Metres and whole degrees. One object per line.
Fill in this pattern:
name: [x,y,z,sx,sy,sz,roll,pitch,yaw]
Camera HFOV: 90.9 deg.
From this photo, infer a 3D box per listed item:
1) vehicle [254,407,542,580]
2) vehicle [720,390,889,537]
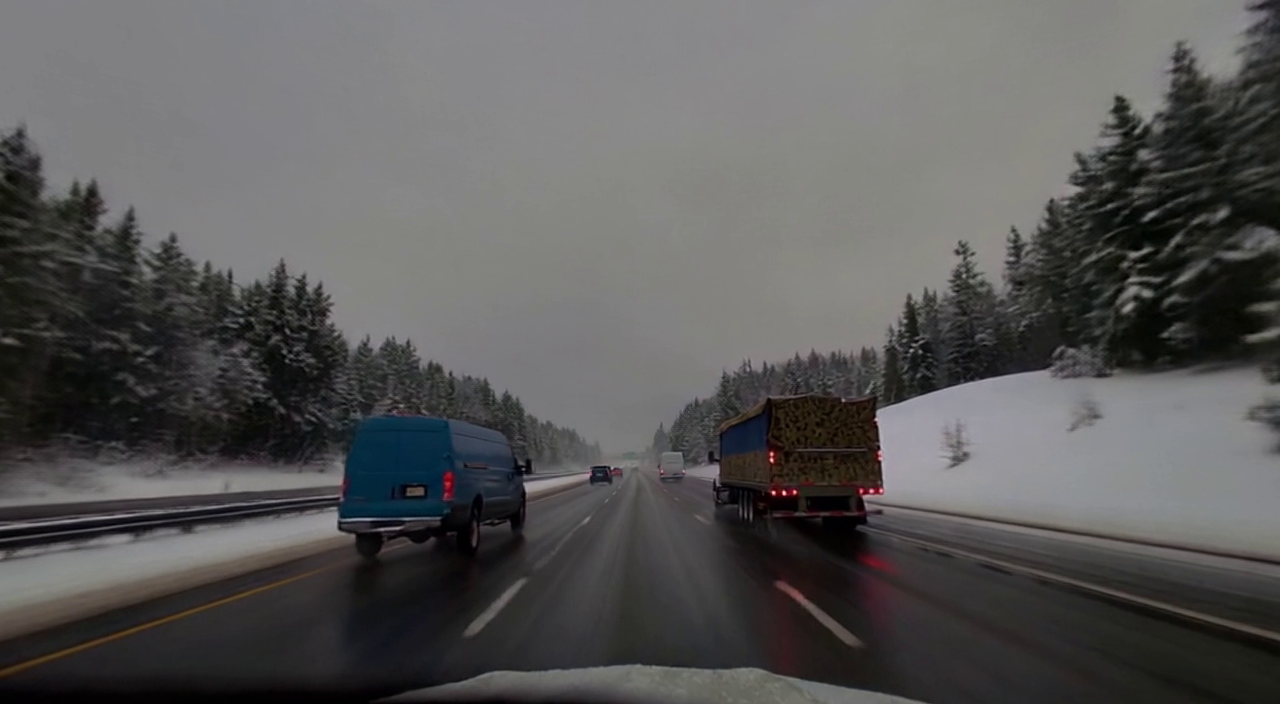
vehicle: [-3.153,2.074,9.795,2.378,1.930,5.086,1,-10,1]
vehicle: [3.719,2.769,15.661,2.703,2.988,5.097,1,-10,-1]
